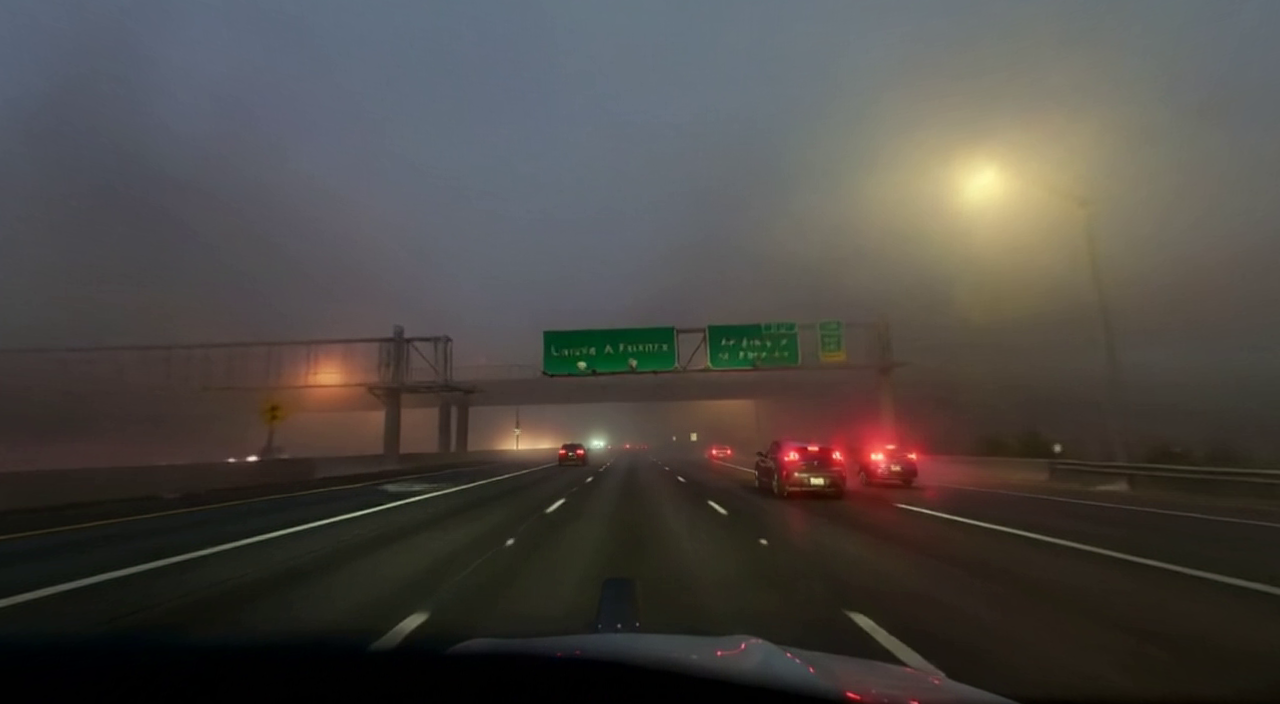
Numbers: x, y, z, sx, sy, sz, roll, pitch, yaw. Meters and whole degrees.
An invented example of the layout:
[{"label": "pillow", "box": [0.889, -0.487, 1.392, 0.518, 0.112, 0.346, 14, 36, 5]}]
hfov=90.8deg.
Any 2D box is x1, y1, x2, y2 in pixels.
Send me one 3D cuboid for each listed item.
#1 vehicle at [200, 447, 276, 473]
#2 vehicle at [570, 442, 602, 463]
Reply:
[{"label": "vehicle", "box": [-24.760, 6.636, 39.080, 1.917, 1.522, 4.179, 0, -8, 1]}, {"label": "vehicle", "box": [-4.038, 7.624, 48.074, 2.091, 1.544, 4.409, 0, -8, 0]}]
